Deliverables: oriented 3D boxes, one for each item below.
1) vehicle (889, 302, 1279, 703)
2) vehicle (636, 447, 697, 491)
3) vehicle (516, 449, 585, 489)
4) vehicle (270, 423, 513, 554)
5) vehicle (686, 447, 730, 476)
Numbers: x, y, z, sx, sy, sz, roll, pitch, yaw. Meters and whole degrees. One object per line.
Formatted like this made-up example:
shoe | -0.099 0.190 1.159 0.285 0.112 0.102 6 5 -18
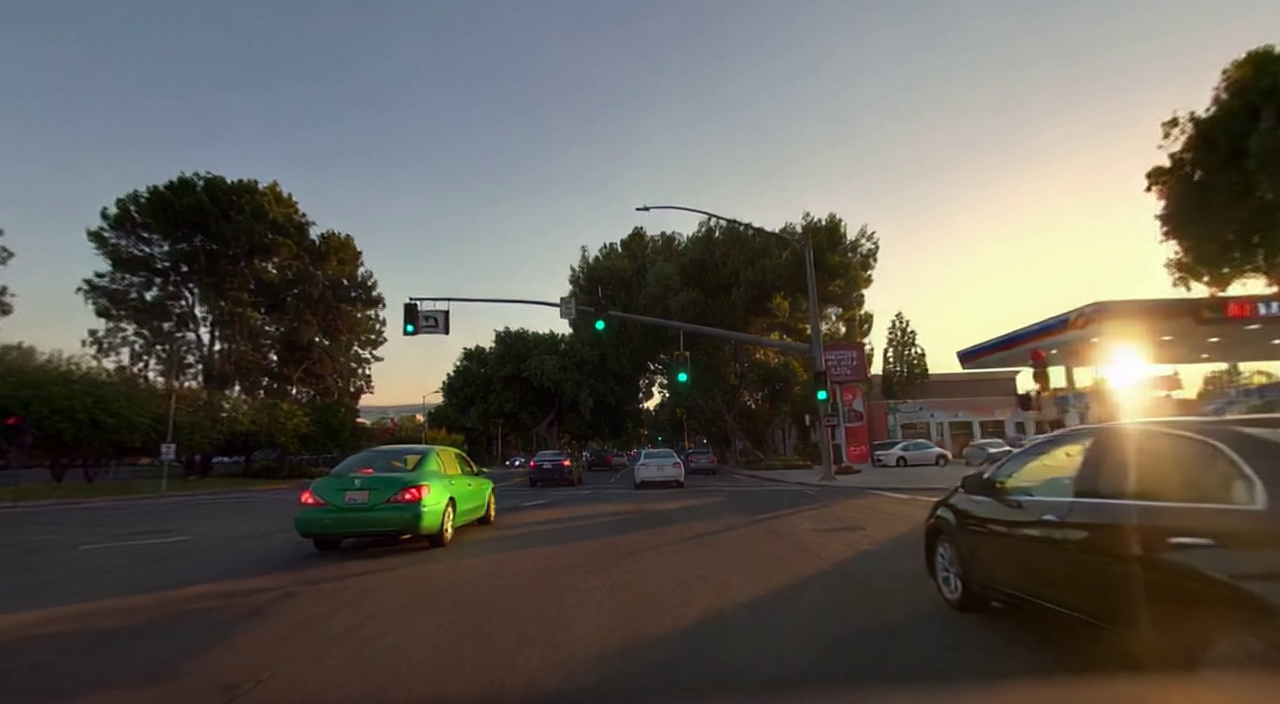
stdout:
vehicle | 3.426 0.952 3.821 1.992 1.805 4.549 0 -9 1
vehicle | 0.892 4.153 22.680 1.994 1.433 3.894 0 -9 1
vehicle | -3.433 4.581 25.003 1.995 1.436 4.500 0 -9 1
vehicle | -3.757 2.170 10.751 2.023 1.687 4.874 0 -9 2
vehicle | 3.751 6.110 35.461 1.920 1.479 4.548 0 -9 -1
